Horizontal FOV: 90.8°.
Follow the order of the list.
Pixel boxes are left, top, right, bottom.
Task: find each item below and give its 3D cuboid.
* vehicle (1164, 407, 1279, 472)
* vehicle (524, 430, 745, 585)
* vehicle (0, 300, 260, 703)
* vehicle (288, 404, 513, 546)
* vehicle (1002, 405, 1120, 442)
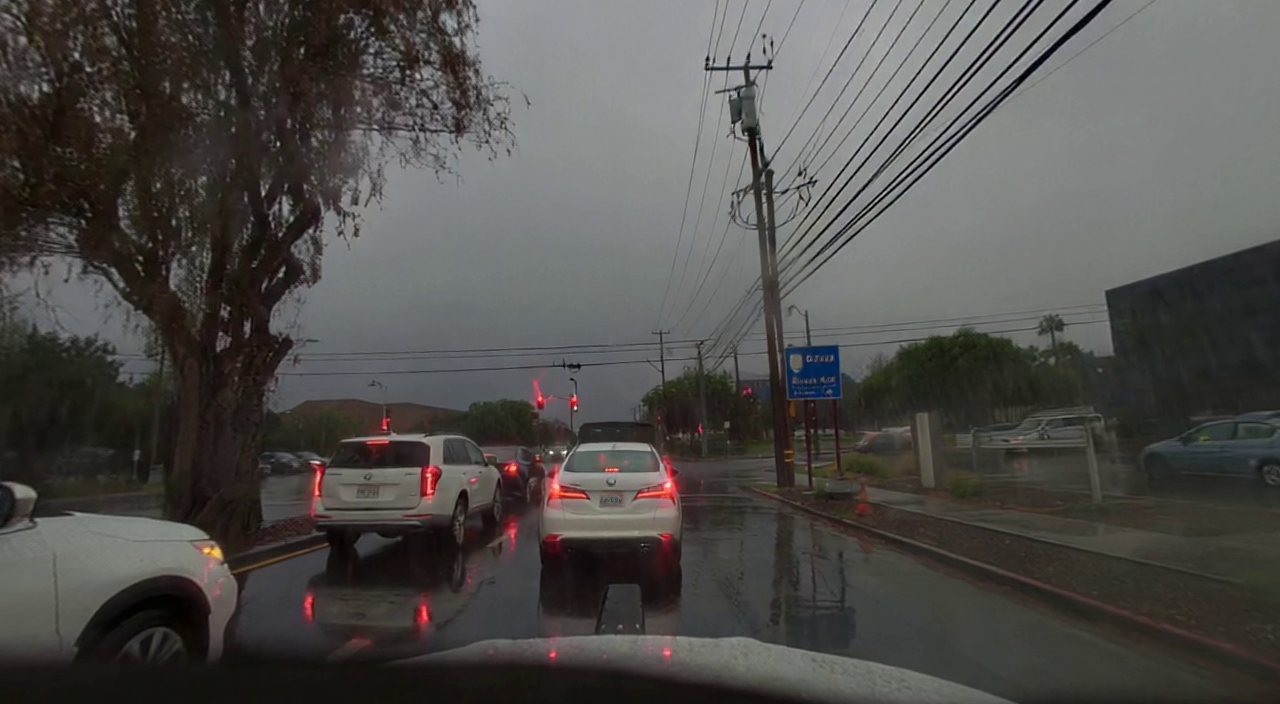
[{"bbox_3d":[17.014,2.548,18.279,1.858,1.622,4.491,-5,-10,28],"label":"vehicle"},{"bbox_3d":[-0.099,1.801,8.143,2.121,1.474,3.968,0,-8,-1],"label":"vehicle"},{"bbox_3d":[-3.587,0.636,1.530,2.085,1.943,5.053,0,-8,1],"label":"vehicle"},{"bbox_3d":[-3.848,2.086,11.372,2.147,1.963,4.927,0,-8,-1],"label":"vehicle"},{"bbox_3d":[26.852,4.634,40.509,5.782,2.286,2.223,-1,-9,4],"label":"vehicle"}]
